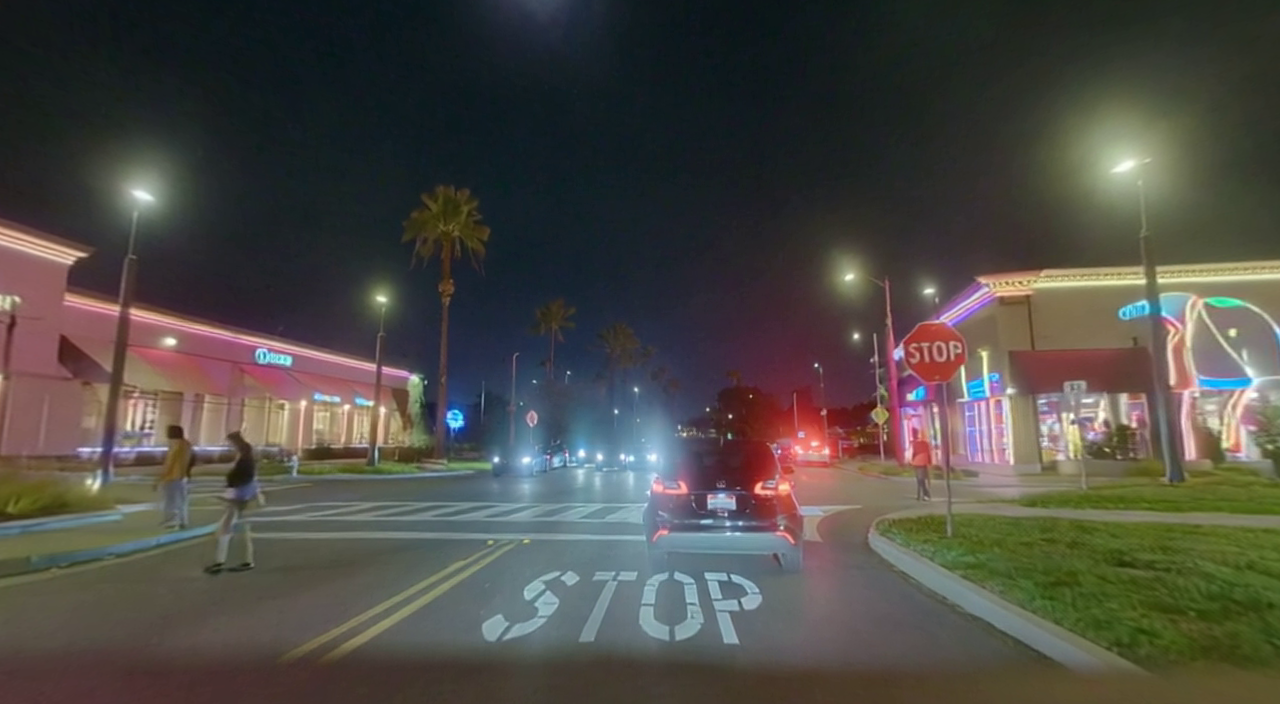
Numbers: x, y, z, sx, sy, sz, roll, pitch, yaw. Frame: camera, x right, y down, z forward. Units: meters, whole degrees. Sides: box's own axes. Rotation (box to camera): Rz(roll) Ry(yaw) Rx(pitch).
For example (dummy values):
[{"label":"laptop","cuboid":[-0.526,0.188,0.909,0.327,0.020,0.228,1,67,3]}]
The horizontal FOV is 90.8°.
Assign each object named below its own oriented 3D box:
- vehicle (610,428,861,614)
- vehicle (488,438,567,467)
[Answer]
[{"label":"vehicle","cuboid":[0.935,1.677,7.211,2.031,1.479,3.969,-1,-9,5]},{"label":"vehicle","cuboid":[-7.089,6.368,40.075,4.529,1.682,1.895,6,-11,-36]}]
